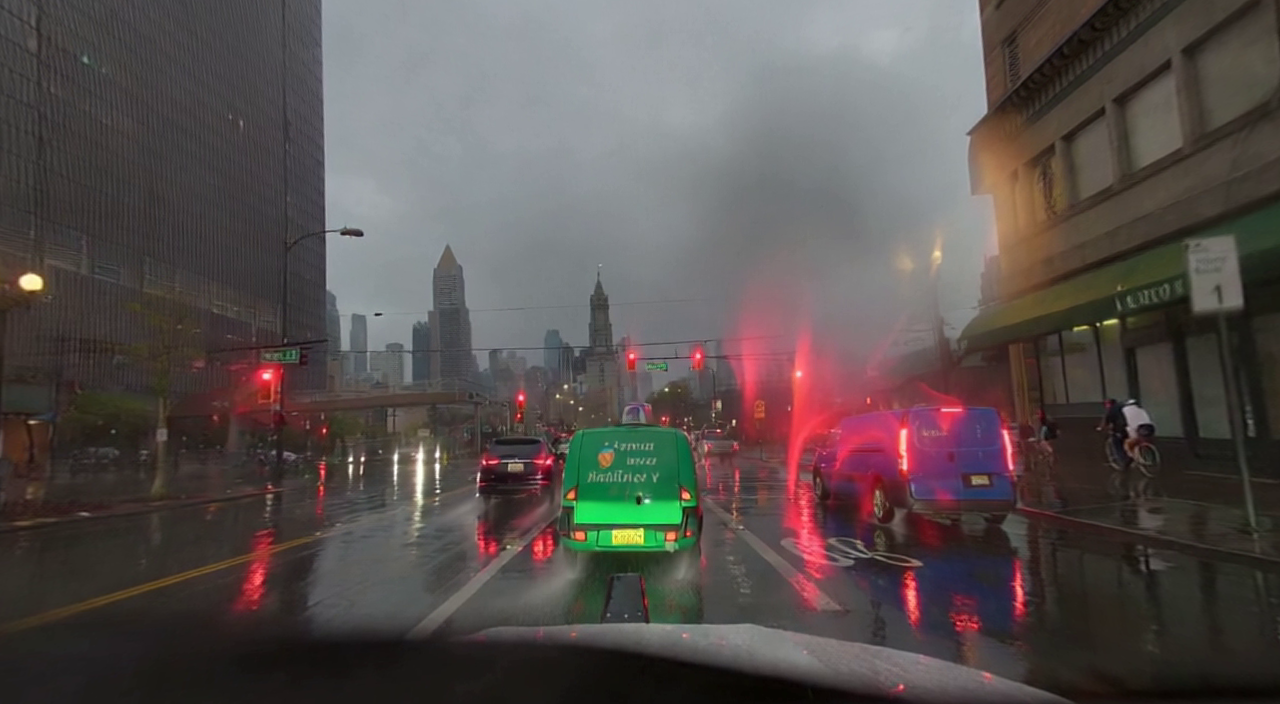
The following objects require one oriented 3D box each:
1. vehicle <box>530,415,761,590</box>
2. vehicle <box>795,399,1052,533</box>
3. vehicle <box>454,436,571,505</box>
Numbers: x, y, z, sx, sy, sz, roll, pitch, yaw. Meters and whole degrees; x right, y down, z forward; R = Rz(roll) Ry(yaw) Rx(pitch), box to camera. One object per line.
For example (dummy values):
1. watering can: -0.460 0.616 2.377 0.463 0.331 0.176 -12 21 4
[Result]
1. vehicle: 0.030 1.667 7.788 2.091 1.557 4.000 0 -9 0
2. vehicle: 4.499 1.919 11.108 2.142 1.829 4.767 0 -9 -2
3. vehicle: -2.999 2.900 15.896 2.039 1.452 4.489 0 -9 0
